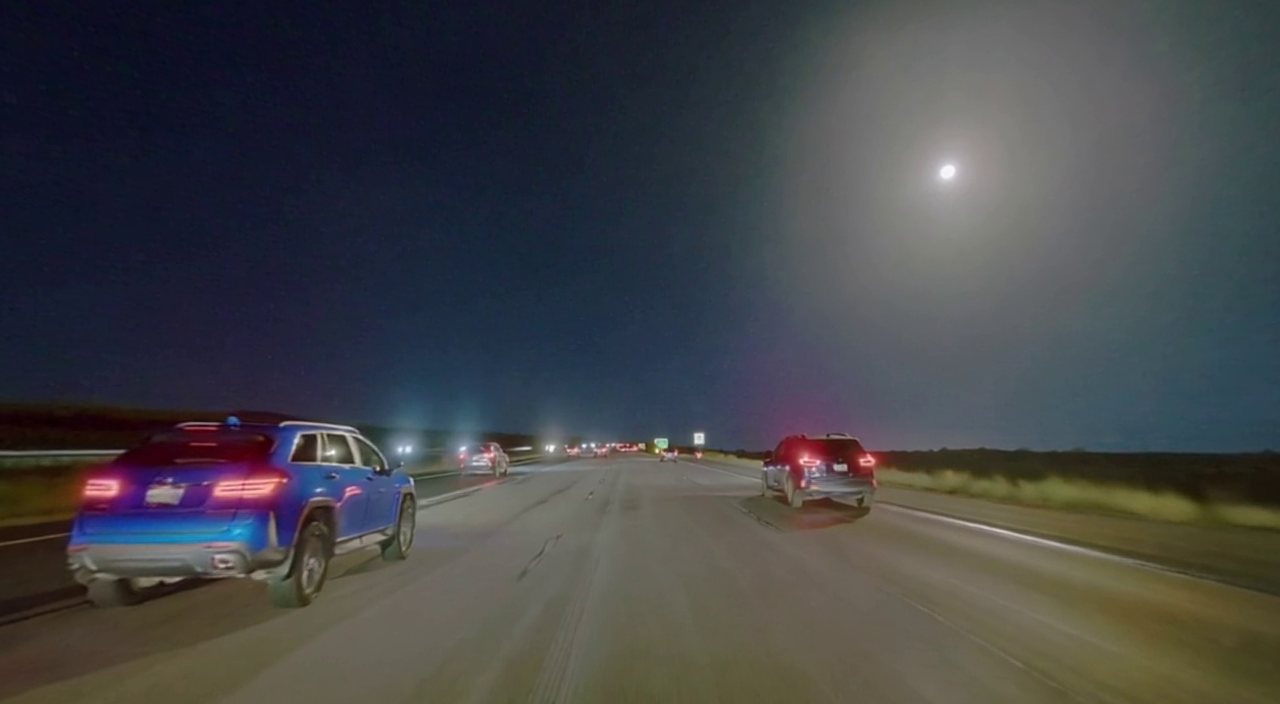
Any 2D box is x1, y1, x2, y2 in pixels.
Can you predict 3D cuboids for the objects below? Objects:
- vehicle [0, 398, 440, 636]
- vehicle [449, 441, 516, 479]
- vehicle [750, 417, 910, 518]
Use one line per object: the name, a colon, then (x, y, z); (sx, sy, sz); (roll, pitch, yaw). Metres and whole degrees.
vehicle: (-4.096, 1.581, 7.012); (2.214, 1.743, 4.465); (-1, -9, 1)
vehicle: (-7.760, 5.354, 31.518); (2.095, 1.696, 4.680); (-1, -9, 1)
vehicle: (4.007, 2.550, 14.304); (2.153, 1.860, 4.689); (-1, -9, 0)
